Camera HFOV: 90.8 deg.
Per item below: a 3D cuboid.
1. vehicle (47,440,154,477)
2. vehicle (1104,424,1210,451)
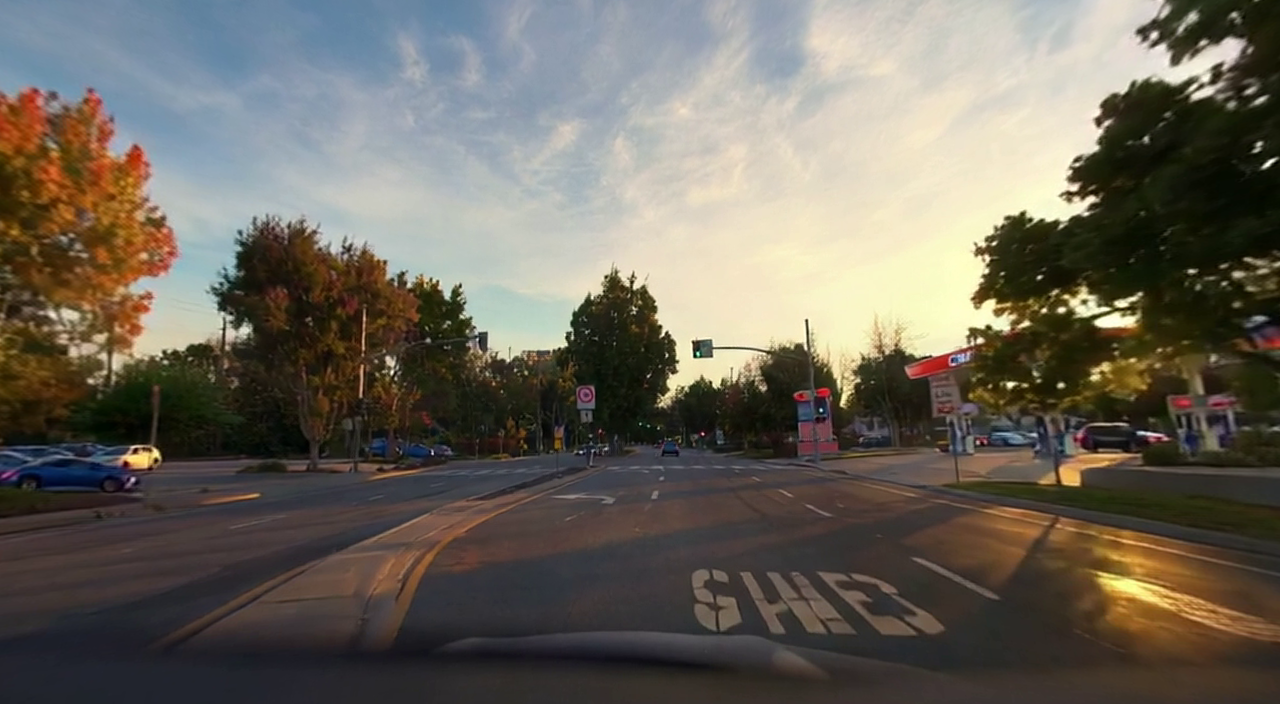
[{"bbox_3d":[-32.061,6.308,37.588,4.847,1.872,2.114,-4,-7,9],"label":"vehicle"},{"bbox_3d":[30.129,5.028,36.923,1.885,1.446,4.469,8,-12,-42],"label":"vehicle"}]
